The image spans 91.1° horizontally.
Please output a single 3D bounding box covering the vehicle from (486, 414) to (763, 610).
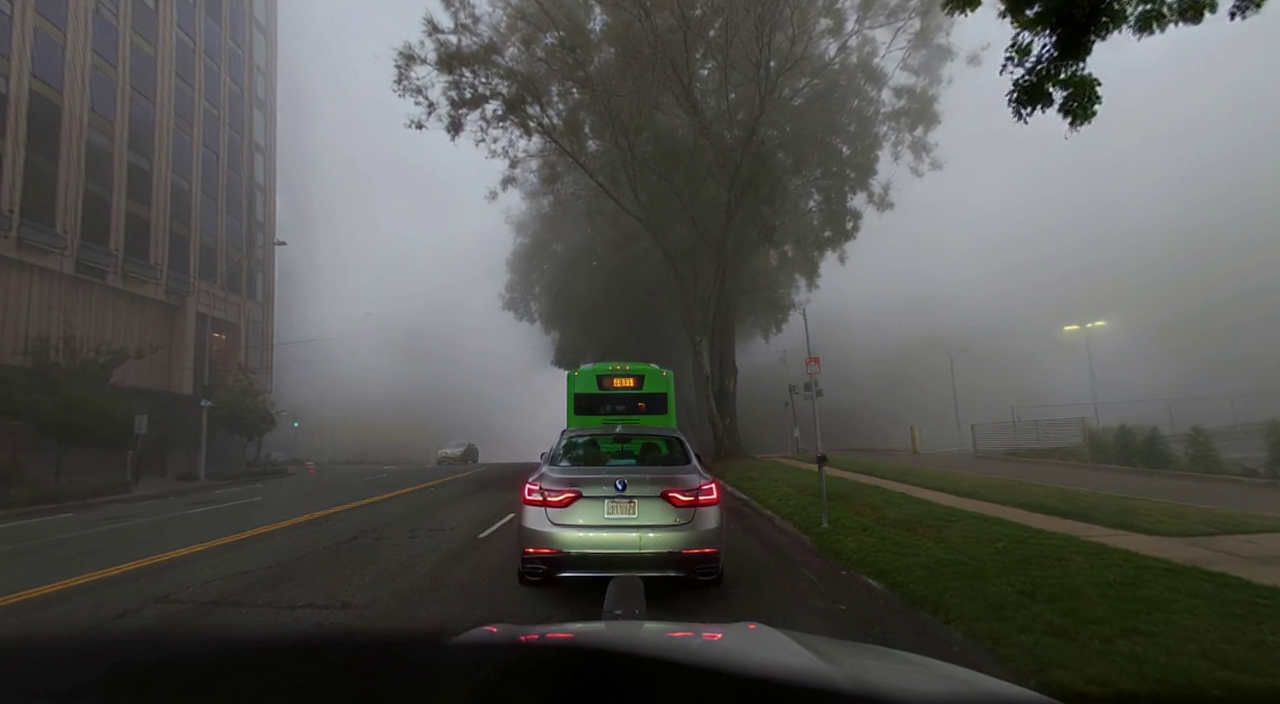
[{"bbox_3d":[-0.155,1.461,6.737,2.064,1.452,3.942,0,-8,-1],"label":"vehicle"}]
